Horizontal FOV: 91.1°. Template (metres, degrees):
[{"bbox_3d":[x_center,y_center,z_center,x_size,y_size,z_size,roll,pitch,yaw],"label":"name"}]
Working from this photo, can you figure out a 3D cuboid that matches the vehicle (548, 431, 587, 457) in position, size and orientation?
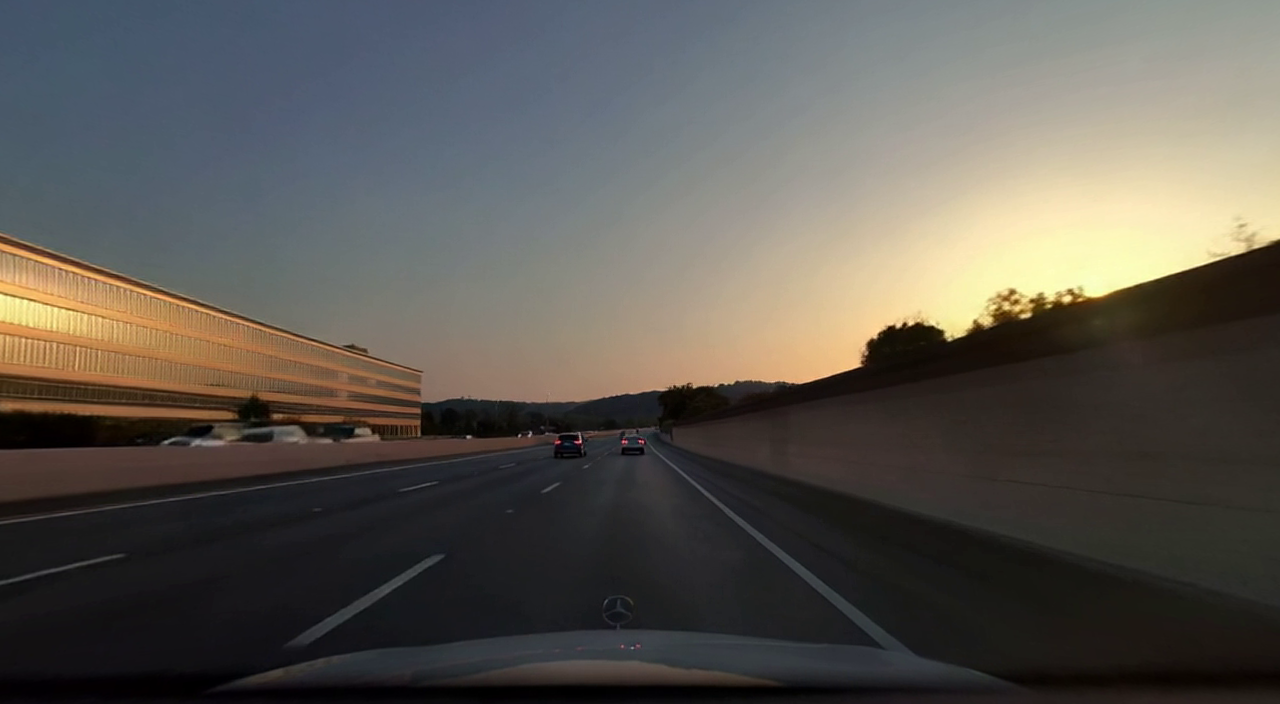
[{"bbox_3d":[-4.667,6.008,41.284,2.036,1.612,4.510,0,-8,0],"label":"vehicle"}]

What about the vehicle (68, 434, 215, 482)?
[{"bbox_3d":[-16.673,3.533,21.316,1.795,1.441,3.884,0,-8,0],"label":"vehicle"}]

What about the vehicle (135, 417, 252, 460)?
[{"bbox_3d":[-24.957,4.883,35.519,2.318,2.221,5.792,0,-8,0],"label":"vehicle"}]

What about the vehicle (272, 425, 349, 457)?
[{"bbox_3d":[-20.515,5.595,39.436,2.069,1.850,4.939,0,-8,1],"label":"vehicle"}]
